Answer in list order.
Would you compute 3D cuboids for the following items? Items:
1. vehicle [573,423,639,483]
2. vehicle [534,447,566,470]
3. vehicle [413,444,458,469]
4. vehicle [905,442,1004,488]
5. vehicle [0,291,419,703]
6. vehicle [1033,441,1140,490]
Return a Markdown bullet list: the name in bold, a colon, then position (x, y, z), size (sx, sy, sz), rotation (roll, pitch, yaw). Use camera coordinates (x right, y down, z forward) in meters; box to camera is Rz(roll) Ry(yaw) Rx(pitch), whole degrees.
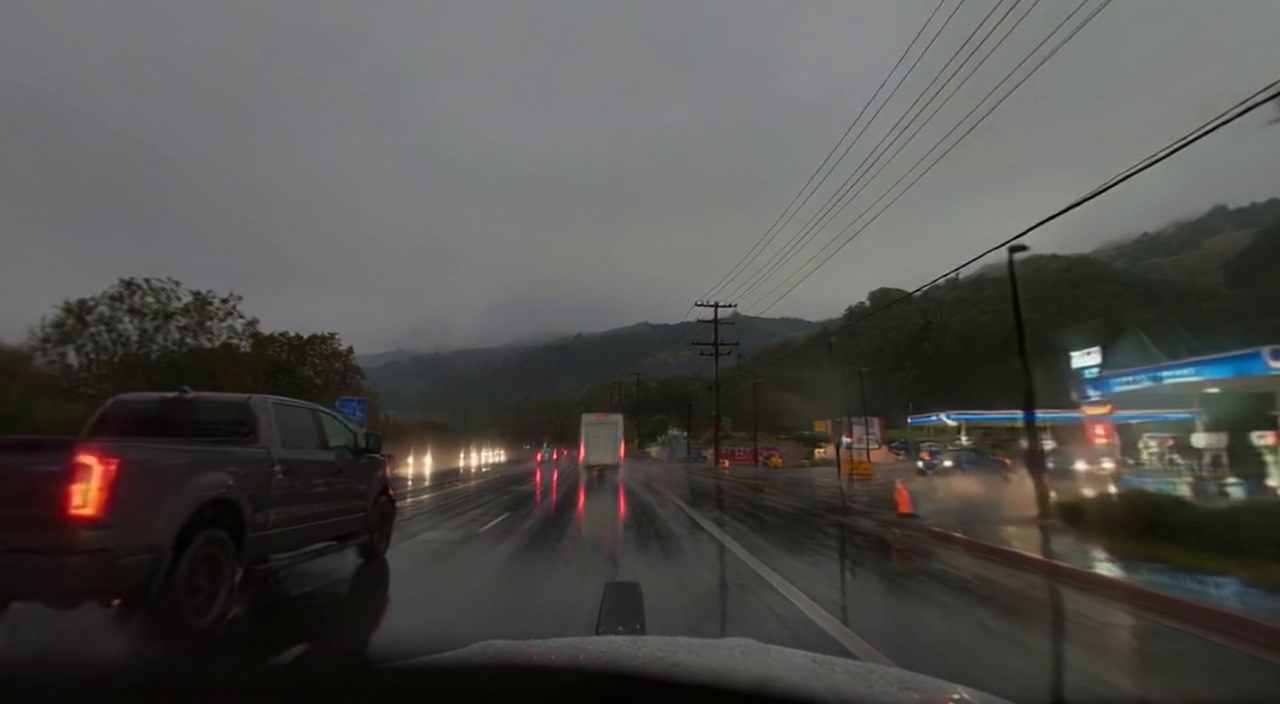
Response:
- **vehicle**: position (-1.468, 4.251, 26.861), size (2.486, 2.280, 5.291), rotation (1, -9, -4)
- **vehicle**: position (-6.319, 7.504, 44.782), size (1.972, 1.496, 4.150), rotation (1, -9, -5)
- **vehicle**: position (-15.739, 8.046, 48.862), size (2.202, 1.785, 4.684), rotation (1, -9, -5)
- **vehicle**: position (14.450, 5.087, 28.886), size (5.331, 1.917, 2.166), rotation (8, -11, -42)
- **vehicle**: position (-4.054, 1.140, 5.473), size (2.345, 2.012, 5.693), rotation (0, -9, -2)
- **vehicle**: position (19.217, 4.793, 27.118), size (5.424, 1.844, 2.255), rotation (7, -11, -39)
